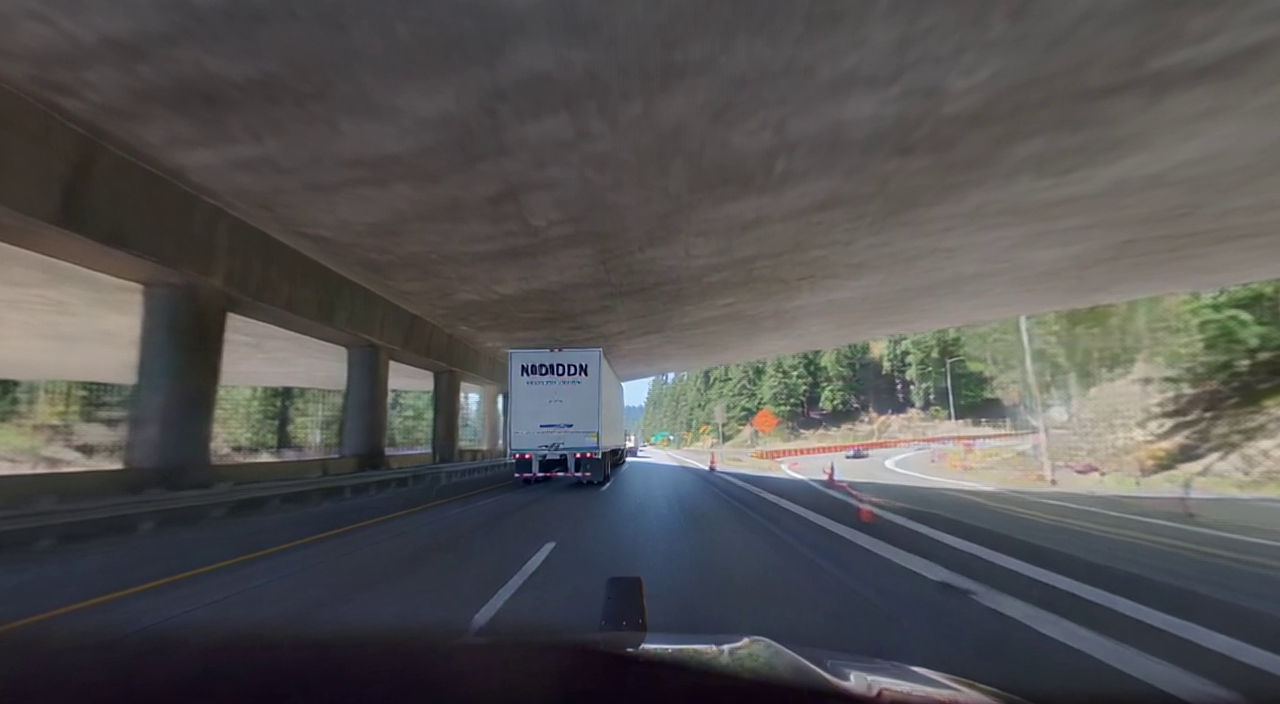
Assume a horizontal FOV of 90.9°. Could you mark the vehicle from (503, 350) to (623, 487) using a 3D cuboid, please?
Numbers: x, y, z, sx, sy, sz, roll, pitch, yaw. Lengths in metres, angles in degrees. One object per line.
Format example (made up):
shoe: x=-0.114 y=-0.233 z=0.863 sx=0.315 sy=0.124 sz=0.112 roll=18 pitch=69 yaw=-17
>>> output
vehicle: x=-2.489 y=3.139 z=26.993 sx=2.873 sy=4.060 sz=16.327 roll=0 pitch=-8 yaw=1

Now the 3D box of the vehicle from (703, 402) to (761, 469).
vehicle: x=5.070 y=4.680 z=35.323 sx=2.928 sy=3.571 sz=3.032 roll=-1 pitch=-8 yaw=3
